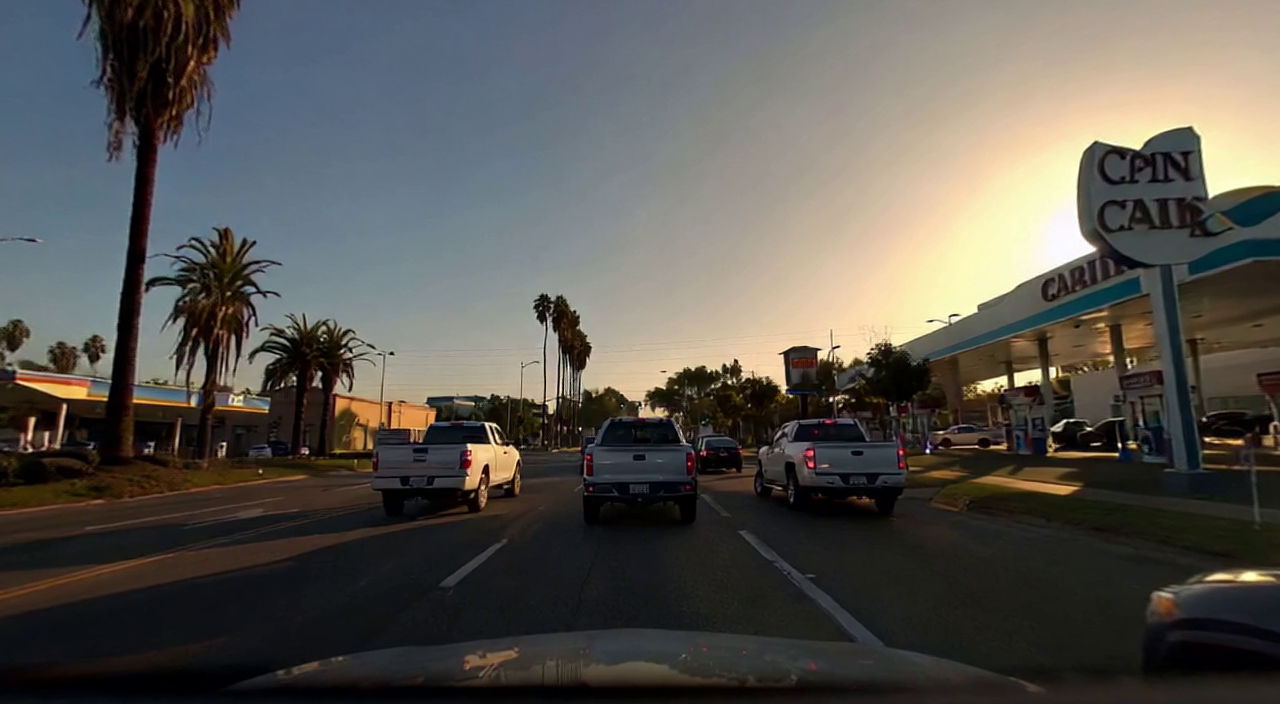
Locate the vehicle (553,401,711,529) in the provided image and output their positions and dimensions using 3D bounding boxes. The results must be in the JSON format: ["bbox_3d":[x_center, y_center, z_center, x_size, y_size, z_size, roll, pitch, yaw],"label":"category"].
[{"bbox_3d":[-0.062,2.042,11.919,2.295,1.835,5.471,0,-8,1],"label":"vehicle"}]

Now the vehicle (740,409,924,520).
[{"bbox_3d":[3.629,2.272,13.220,2.120,1.828,5.531,0,-8,0],"label":"vehicle"}]

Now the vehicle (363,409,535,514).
[{"bbox_3d":[-3.685,2.227,13.183,2.071,1.811,4.605,0,-8,1],"label":"vehicle"}]

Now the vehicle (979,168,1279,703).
[{"bbox_3d":[2.650,0.346,0.106,2.309,1.975,5.421,0,-8,2],"label":"vehicle"}]
